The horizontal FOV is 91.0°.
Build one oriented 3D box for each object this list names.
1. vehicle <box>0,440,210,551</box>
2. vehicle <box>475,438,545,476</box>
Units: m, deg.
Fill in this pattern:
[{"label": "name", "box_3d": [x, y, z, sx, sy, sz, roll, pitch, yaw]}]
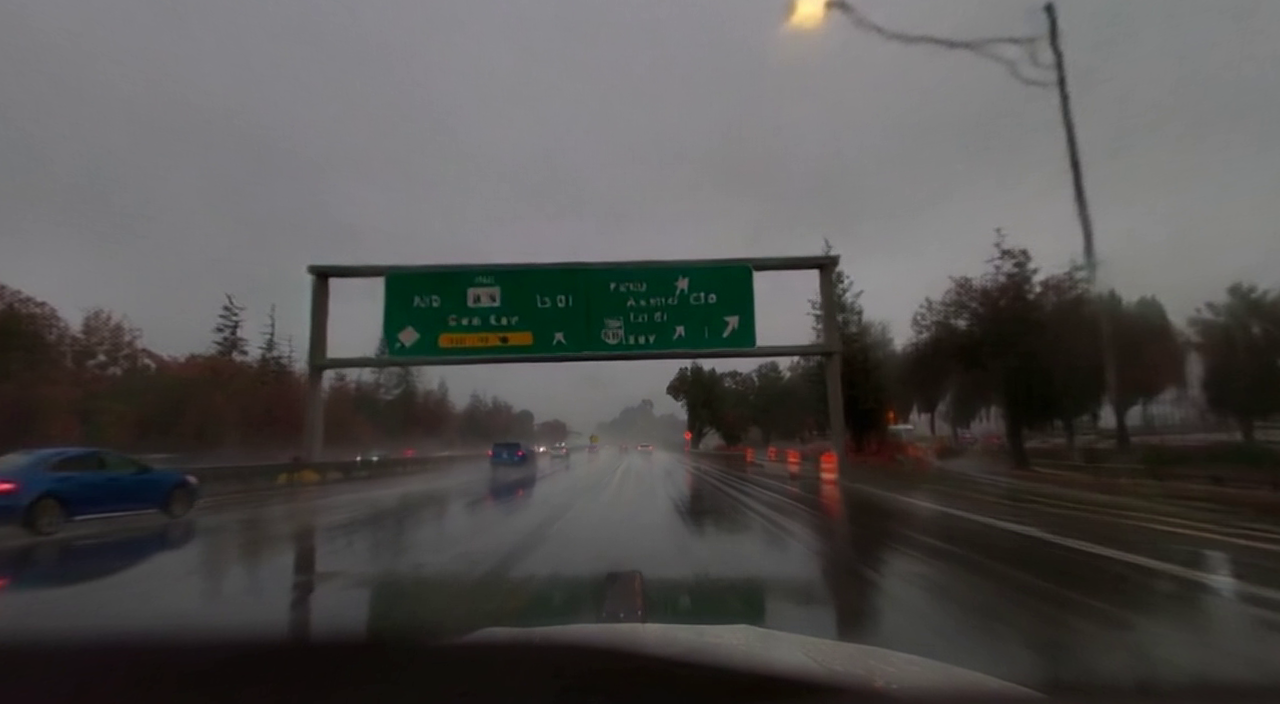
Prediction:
[{"label": "vehicle", "box_3d": [-9.906, 2.270, 10.573, 2.122, 1.511, 4.576, 0, -9, 0]}, {"label": "vehicle", "box_3d": [-6.297, 5.167, 31.165, 2.402, 1.733, 4.512, 0, -9, 1]}]
